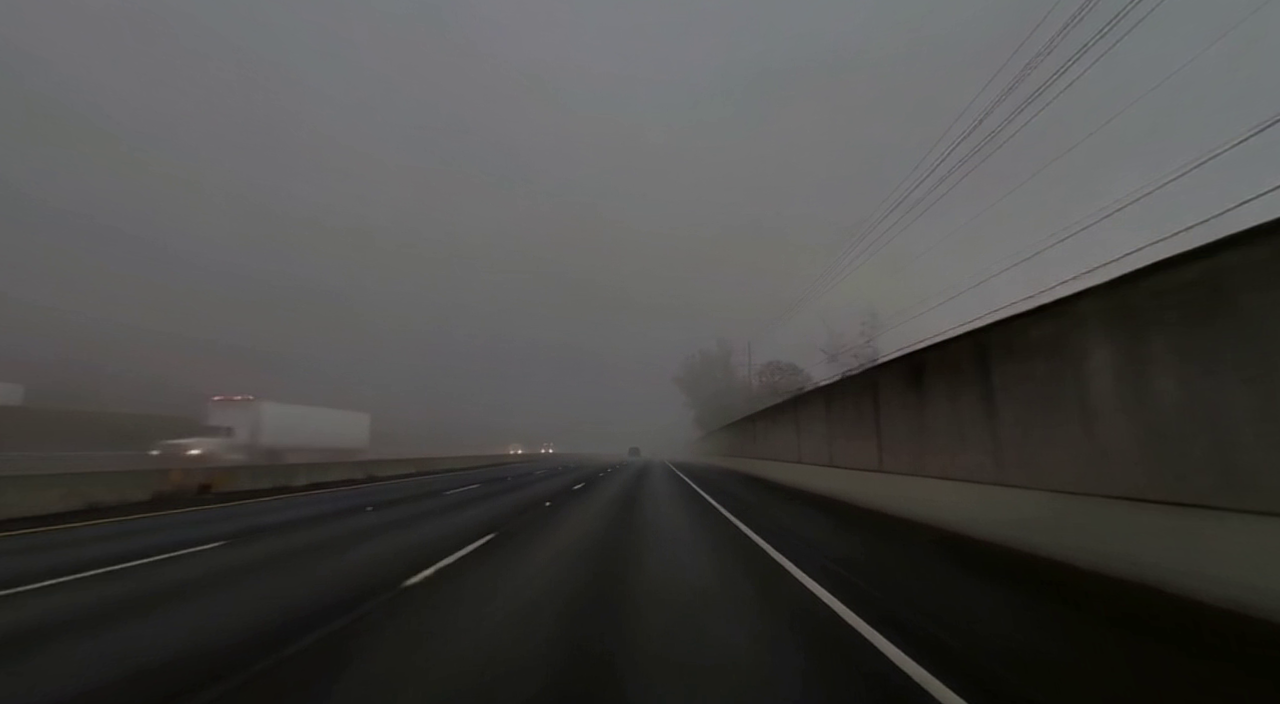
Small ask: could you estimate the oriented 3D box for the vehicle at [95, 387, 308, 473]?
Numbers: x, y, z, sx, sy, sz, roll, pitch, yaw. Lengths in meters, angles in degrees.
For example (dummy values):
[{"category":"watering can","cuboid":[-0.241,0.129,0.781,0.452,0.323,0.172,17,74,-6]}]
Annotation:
[{"category":"vehicle","cuboid":[-22.844,4.377,34.255,2.992,3.863,11.569,0,-9,1]}]
